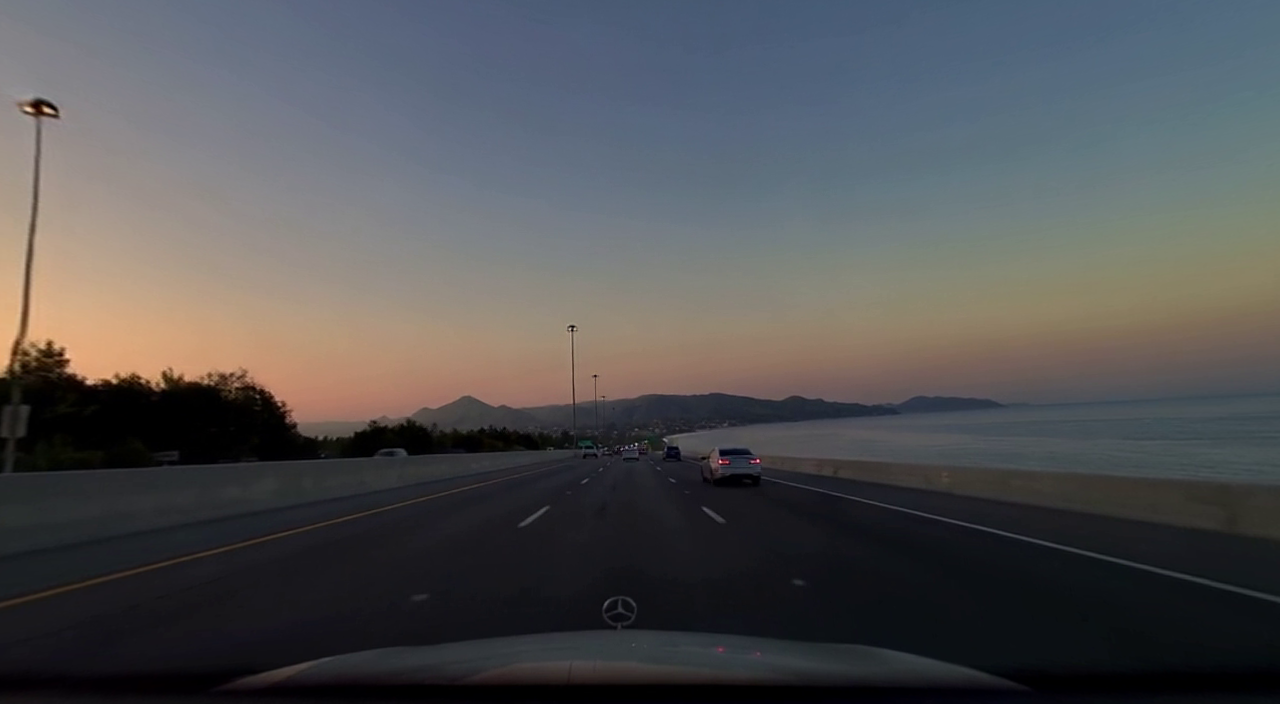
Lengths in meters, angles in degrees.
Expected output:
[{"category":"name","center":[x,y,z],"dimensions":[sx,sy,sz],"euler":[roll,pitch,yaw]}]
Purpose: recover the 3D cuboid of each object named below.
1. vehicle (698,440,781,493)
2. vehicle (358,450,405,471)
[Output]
[{"category":"vehicle","center":[3.085,3.647,20.536],"dimensions":[1.890,1.490,4.373],"euler":[0,-9,-2]},{"category":"vehicle","center":[-19.277,8.064,47.309],"dimensions":[1.755,1.447,4.176],"euler":[0,-9,0]}]
